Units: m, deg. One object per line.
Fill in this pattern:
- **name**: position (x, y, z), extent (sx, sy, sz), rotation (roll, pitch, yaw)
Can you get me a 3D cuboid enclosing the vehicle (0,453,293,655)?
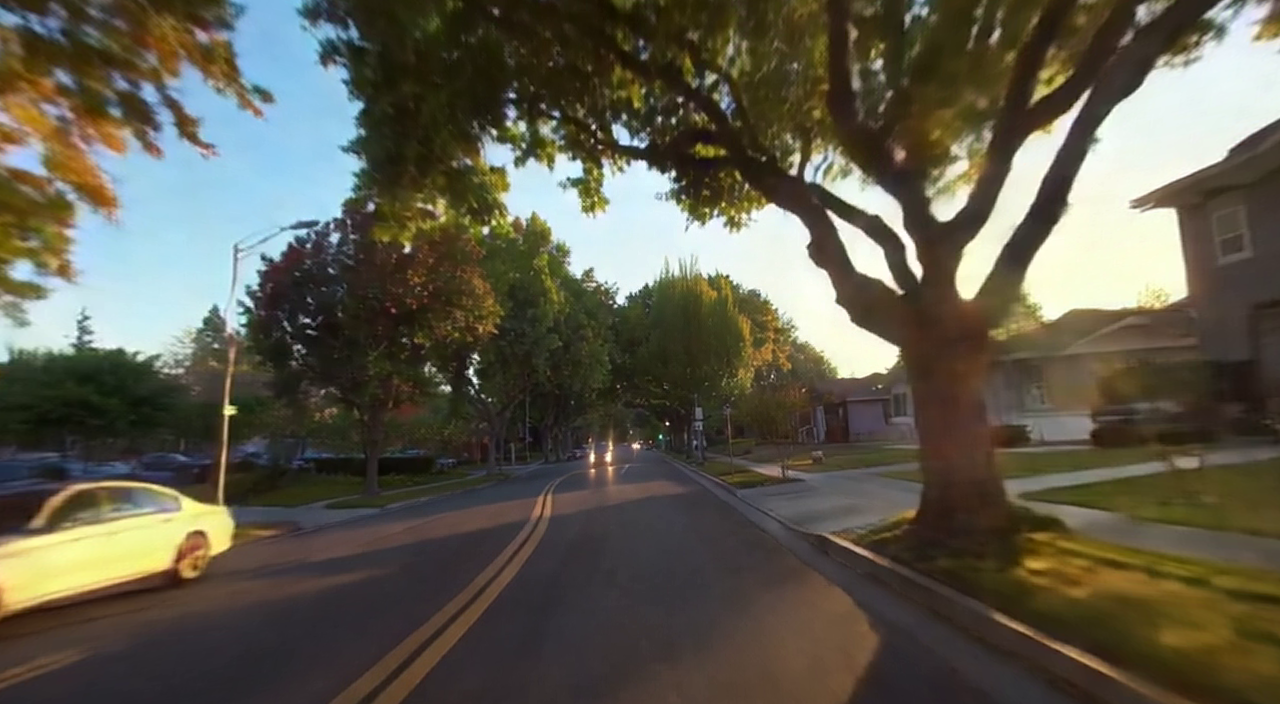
- **vehicle**: position (-5.835, 1.910, 6.550), extent (1.956, 1.452, 4.426), rotation (-5, -8, 0)
